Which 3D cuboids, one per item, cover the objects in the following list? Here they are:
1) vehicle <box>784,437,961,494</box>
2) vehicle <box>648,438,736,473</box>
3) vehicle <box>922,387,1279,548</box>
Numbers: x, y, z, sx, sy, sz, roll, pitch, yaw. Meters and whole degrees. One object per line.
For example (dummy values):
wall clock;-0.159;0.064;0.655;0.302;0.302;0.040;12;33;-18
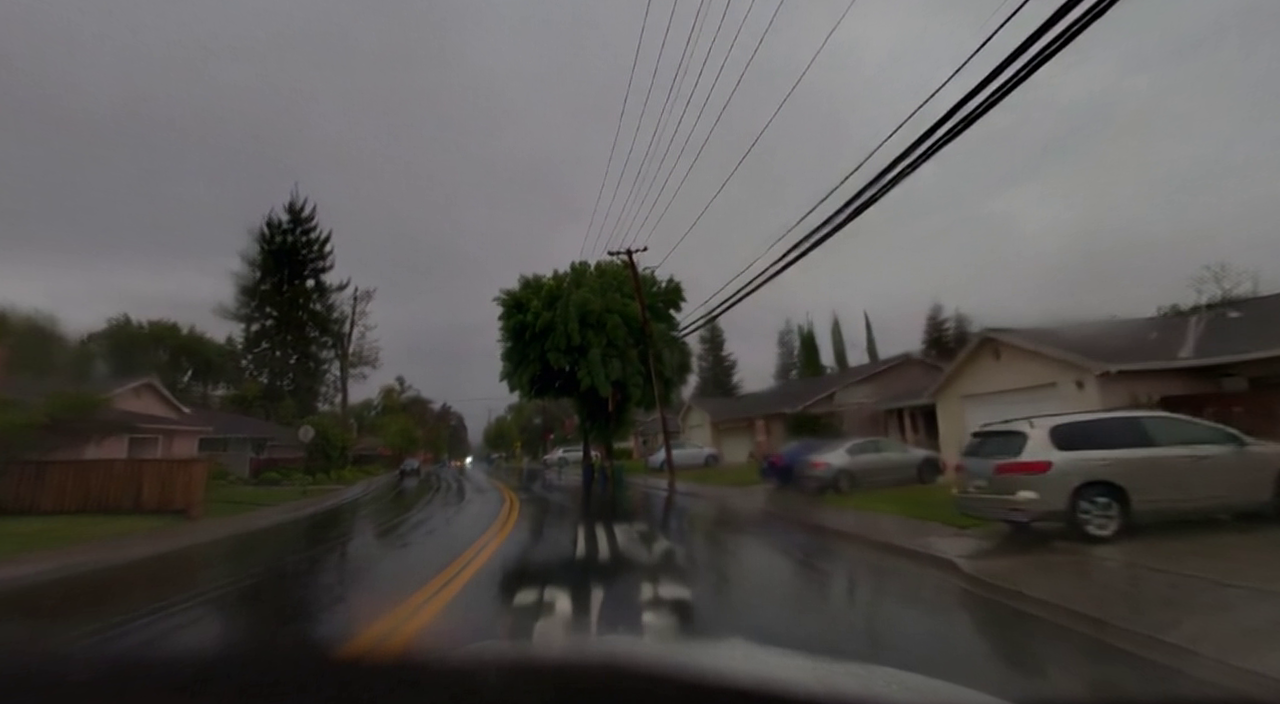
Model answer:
vehicle;6.679;3.256;18.420;4.382;1.531;1.925;1;-9;-8
vehicle;2.826;5.647;34.505;4.337;1.768;1.962;2;-9;-15
vehicle;7.252;1.603;9.108;5.229;1.790;2.153;-2;-11;-5
